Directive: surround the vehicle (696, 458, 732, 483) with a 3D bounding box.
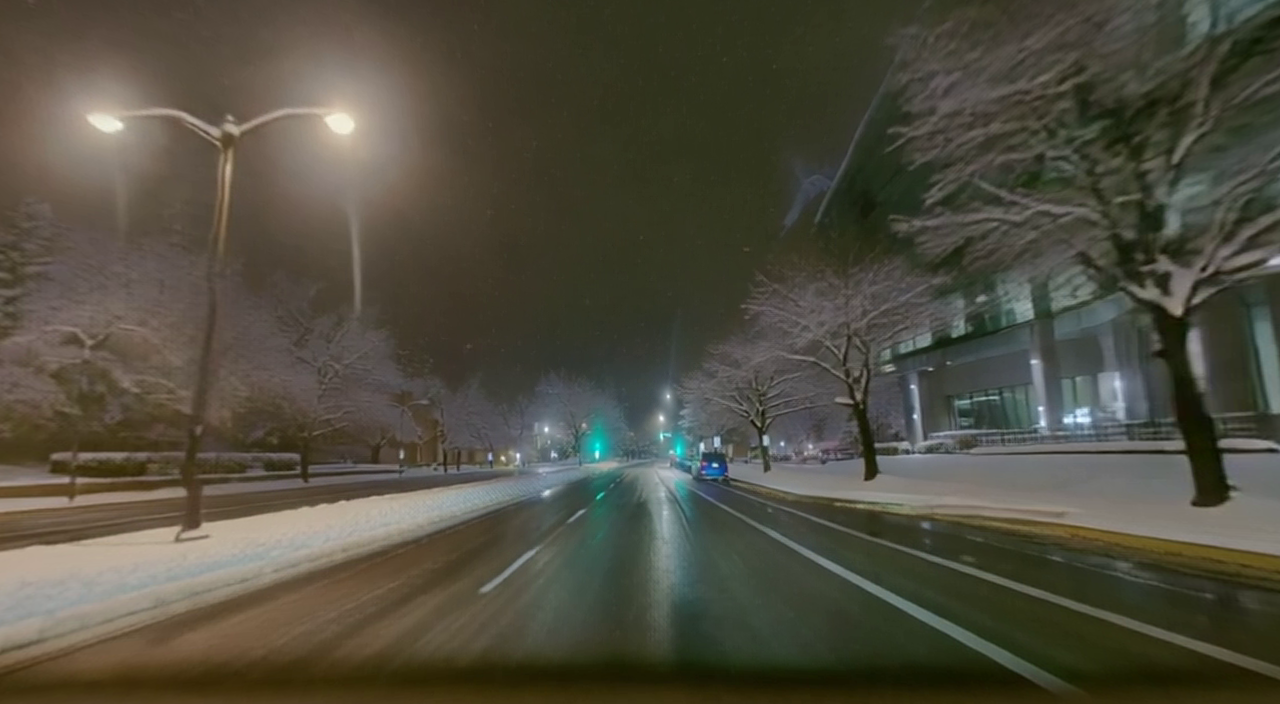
[{"bbox_3d":[4.959,7.982,42.819,1.909,1.503,4.368,0,-8,0],"label":"vehicle"}]
